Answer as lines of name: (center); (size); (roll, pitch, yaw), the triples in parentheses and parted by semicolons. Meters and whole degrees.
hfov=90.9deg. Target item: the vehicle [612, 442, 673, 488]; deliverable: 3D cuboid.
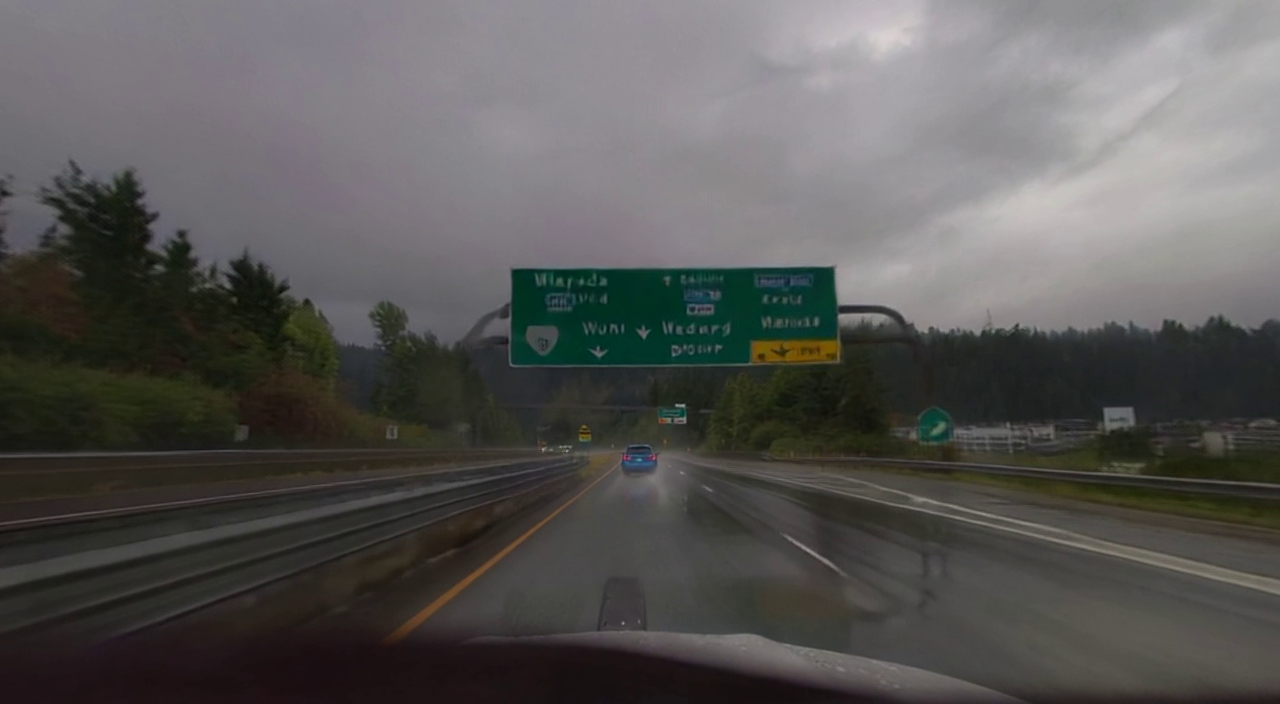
vehicle: (0.075, 4.147, 23.407); (2.069, 1.523, 4.012); (0, -9, -1)
